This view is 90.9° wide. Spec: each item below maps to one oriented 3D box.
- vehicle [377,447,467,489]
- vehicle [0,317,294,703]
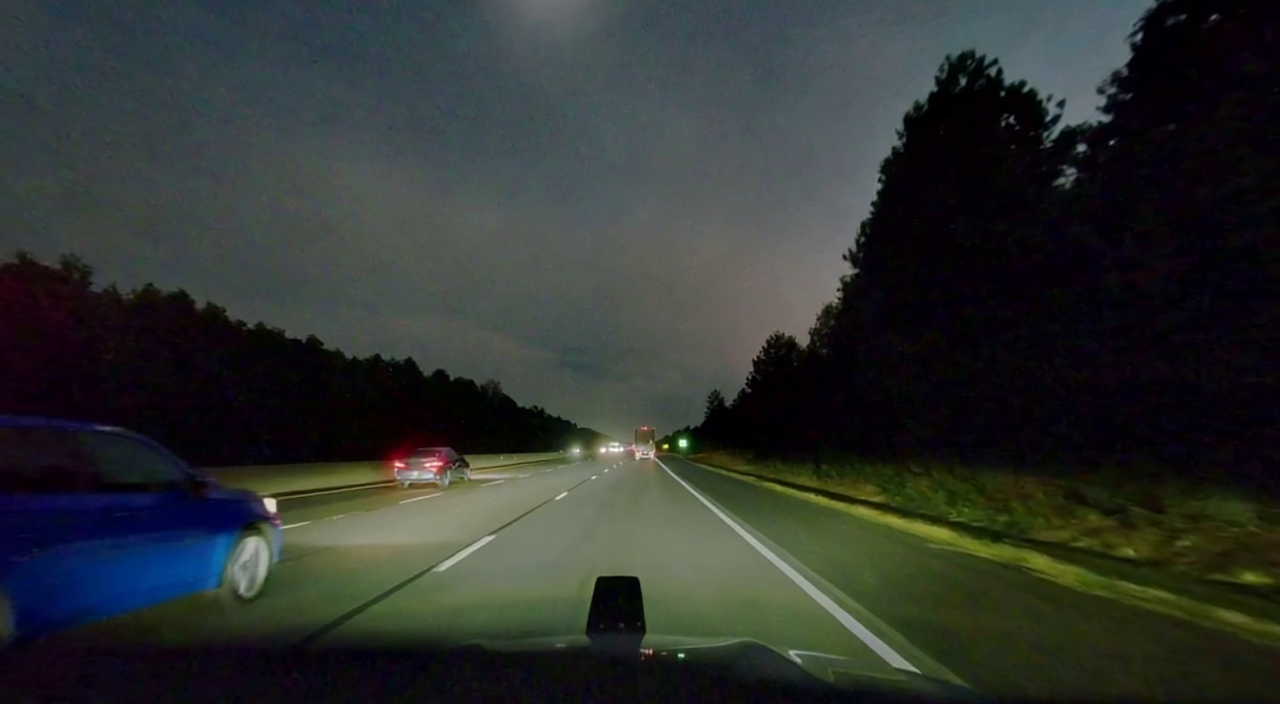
[{"bbox_3d":[-8.257,4.419,24.327,1.877,1.433,4.266,-1,-9,1],"label":"vehicle"},{"bbox_3d":[-4.127,0.765,2.841,2.124,1.888,5.226,0,-9,0],"label":"vehicle"}]
